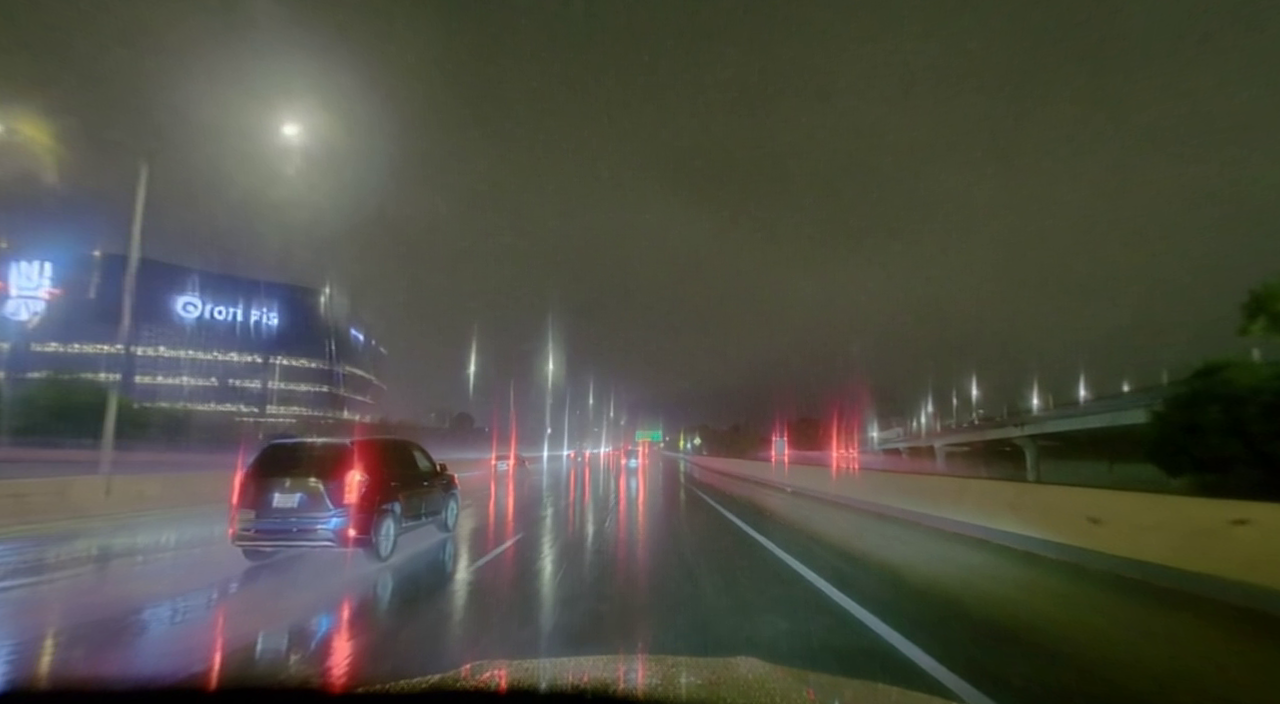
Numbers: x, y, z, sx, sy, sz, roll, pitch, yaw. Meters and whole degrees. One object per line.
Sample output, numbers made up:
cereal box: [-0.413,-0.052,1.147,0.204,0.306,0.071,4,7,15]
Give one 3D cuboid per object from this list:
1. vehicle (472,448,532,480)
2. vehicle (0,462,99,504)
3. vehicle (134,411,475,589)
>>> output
vehicle: [-7.174,5.860,33.382,1.998,1.542,4.953,0,-9,1]
vehicle: [-27.936,5.899,28.710,2.250,1.663,4.719,0,-9,1]
vehicle: [-3.910,1.804,8.519,2.059,1.725,4.521,0,-9,1]
